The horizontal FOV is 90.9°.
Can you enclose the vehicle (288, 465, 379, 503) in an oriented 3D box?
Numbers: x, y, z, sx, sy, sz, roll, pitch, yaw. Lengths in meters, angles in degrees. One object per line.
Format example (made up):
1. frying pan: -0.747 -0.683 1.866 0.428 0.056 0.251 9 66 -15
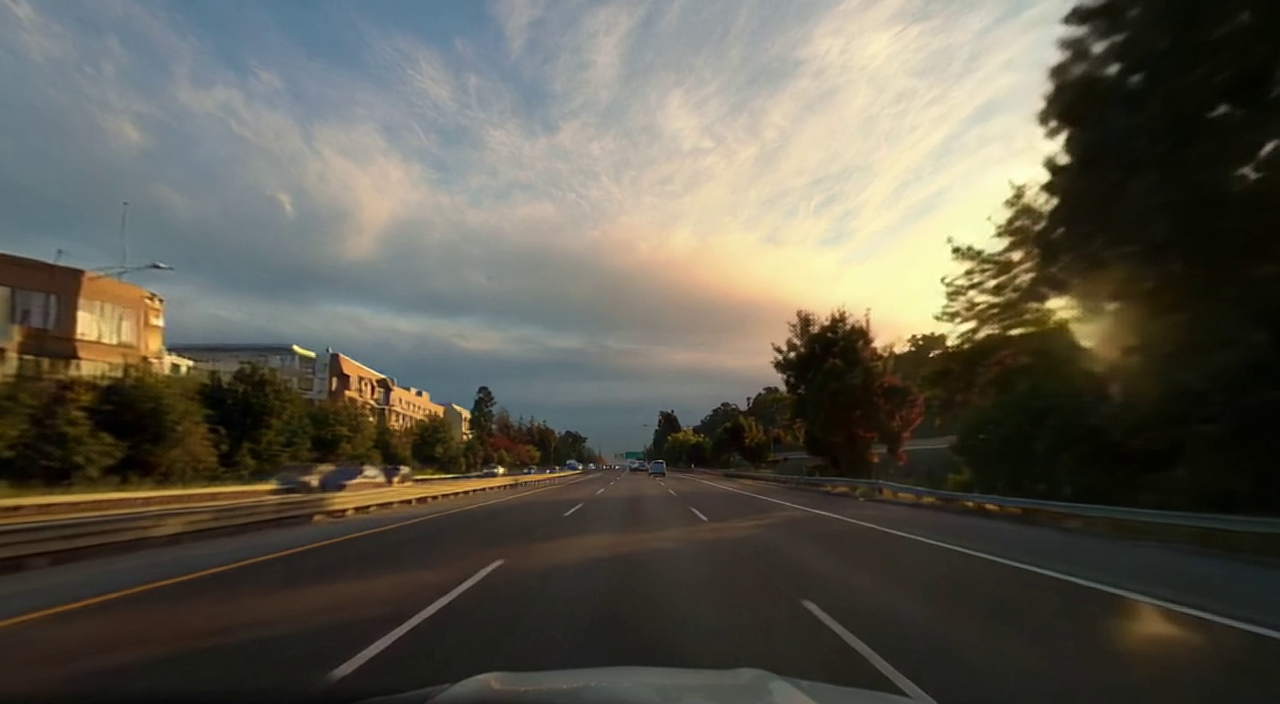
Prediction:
1. vehicle: -12.632 5.466 26.255 1.830 1.421 3.937 1 -10 0
